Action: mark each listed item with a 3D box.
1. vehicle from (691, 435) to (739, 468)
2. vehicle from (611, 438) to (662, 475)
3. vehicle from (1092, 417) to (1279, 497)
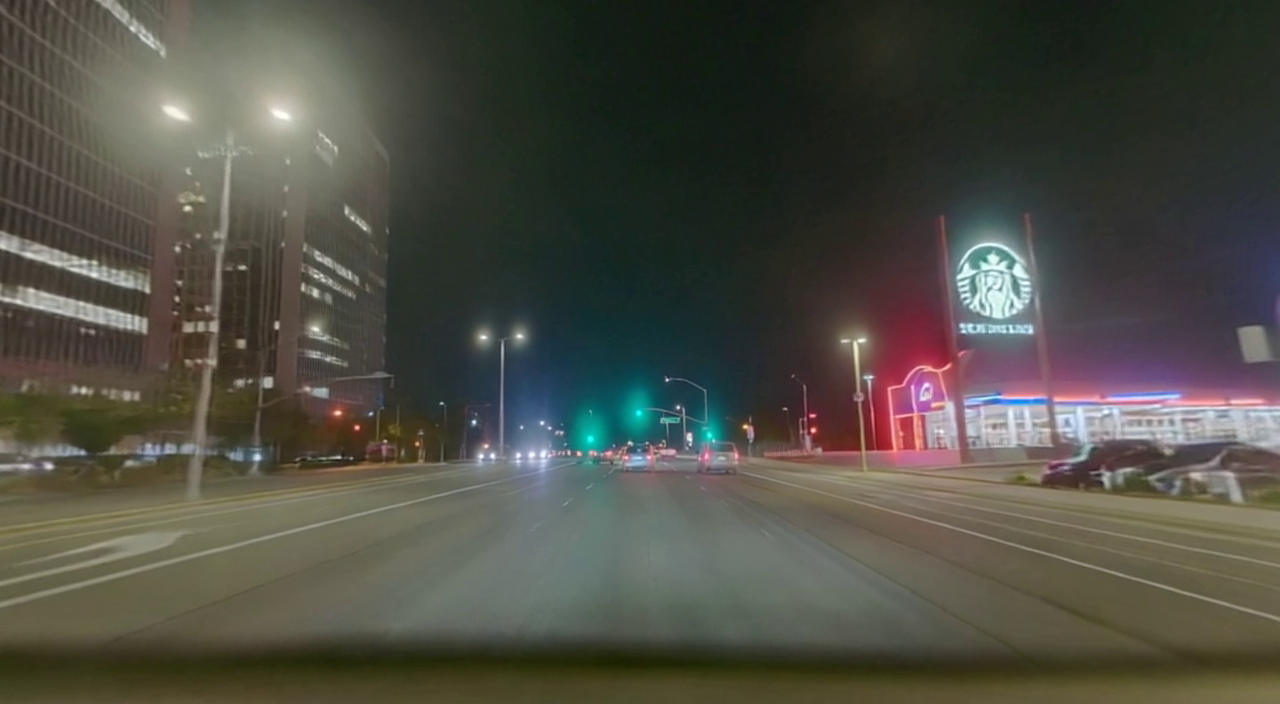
[{"bbox_3d":[4.108,5.528,35.057,2.007,1.683,4.171,0,-8,-2],"label":"vehicle"},{"bbox_3d":[-0.149,4.604,27.943,2.059,1.477,3.988,0,-8,0],"label":"vehicle"},{"bbox_3d":[14.552,2.583,15.831,4.775,1.728,1.996,-2,-9,-1],"label":"vehicle"}]
